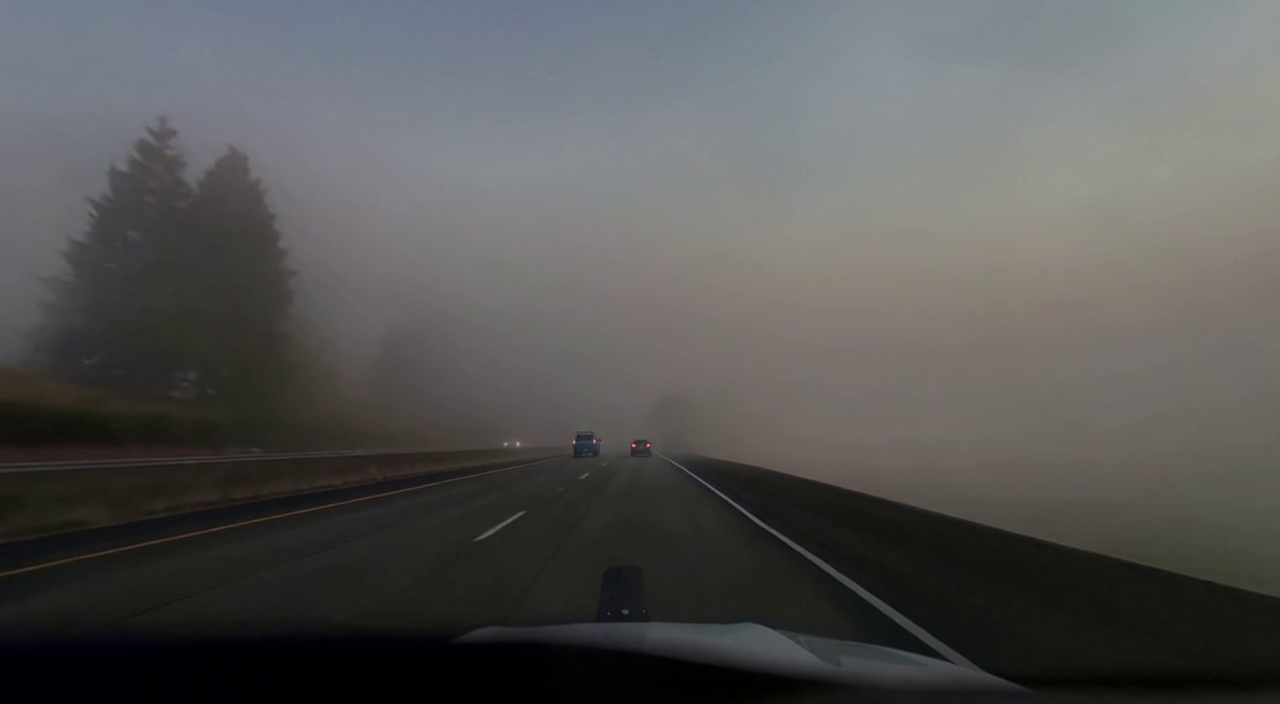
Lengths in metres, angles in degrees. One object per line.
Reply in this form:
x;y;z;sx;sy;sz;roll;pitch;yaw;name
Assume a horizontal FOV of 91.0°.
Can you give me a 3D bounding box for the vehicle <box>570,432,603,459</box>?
-4.175;7.362;49.784;2.241;2.034;4.890;0;-8;0;vehicle
